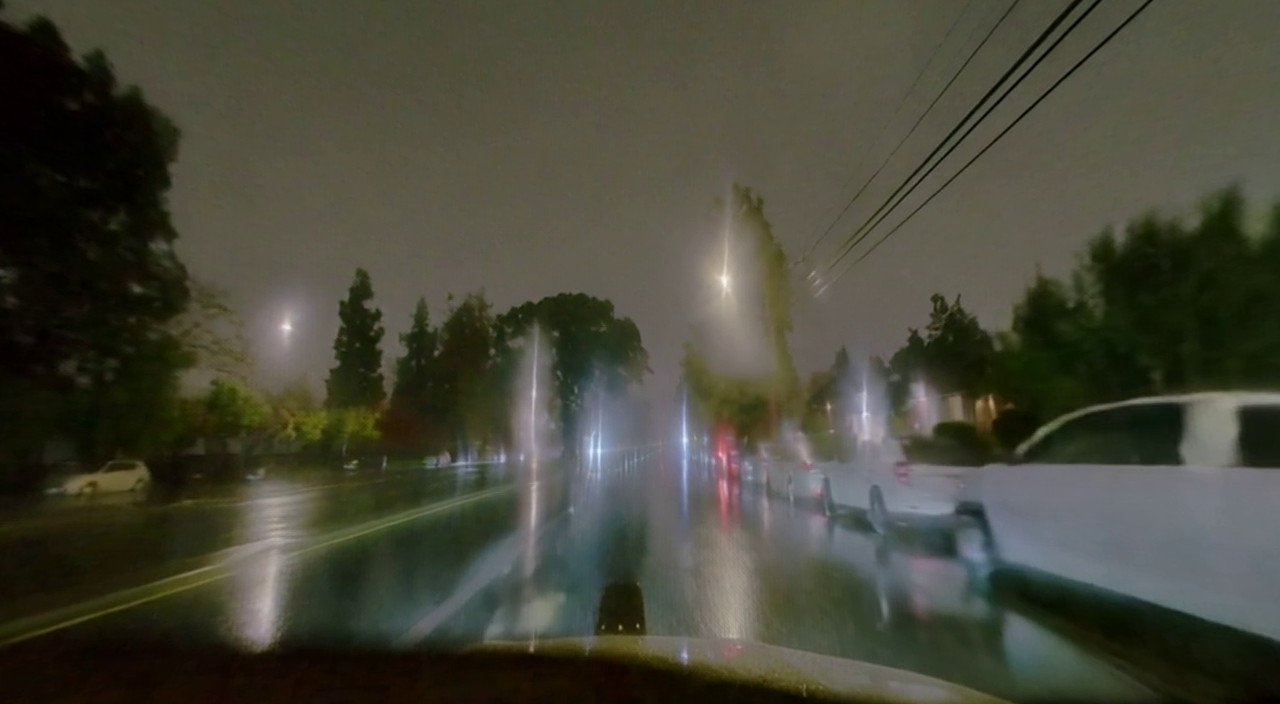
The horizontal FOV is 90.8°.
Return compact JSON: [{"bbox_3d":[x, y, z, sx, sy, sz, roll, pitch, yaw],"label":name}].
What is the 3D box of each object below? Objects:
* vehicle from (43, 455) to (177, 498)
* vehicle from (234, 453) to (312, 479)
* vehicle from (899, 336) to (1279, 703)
[{"bbox_3d":[-23.566,5.508,28.393,1.967,1.467,4.769,-2,-7,0],"label":"vehicle"},{"bbox_3d":[-23.039,7.166,39.902,1.915,1.492,4.565,-1,-9,4],"label":"vehicle"},{"bbox_3d":[4.102,1.076,4.558,2.057,1.846,5.475,0,-9,-1],"label":"vehicle"}]
